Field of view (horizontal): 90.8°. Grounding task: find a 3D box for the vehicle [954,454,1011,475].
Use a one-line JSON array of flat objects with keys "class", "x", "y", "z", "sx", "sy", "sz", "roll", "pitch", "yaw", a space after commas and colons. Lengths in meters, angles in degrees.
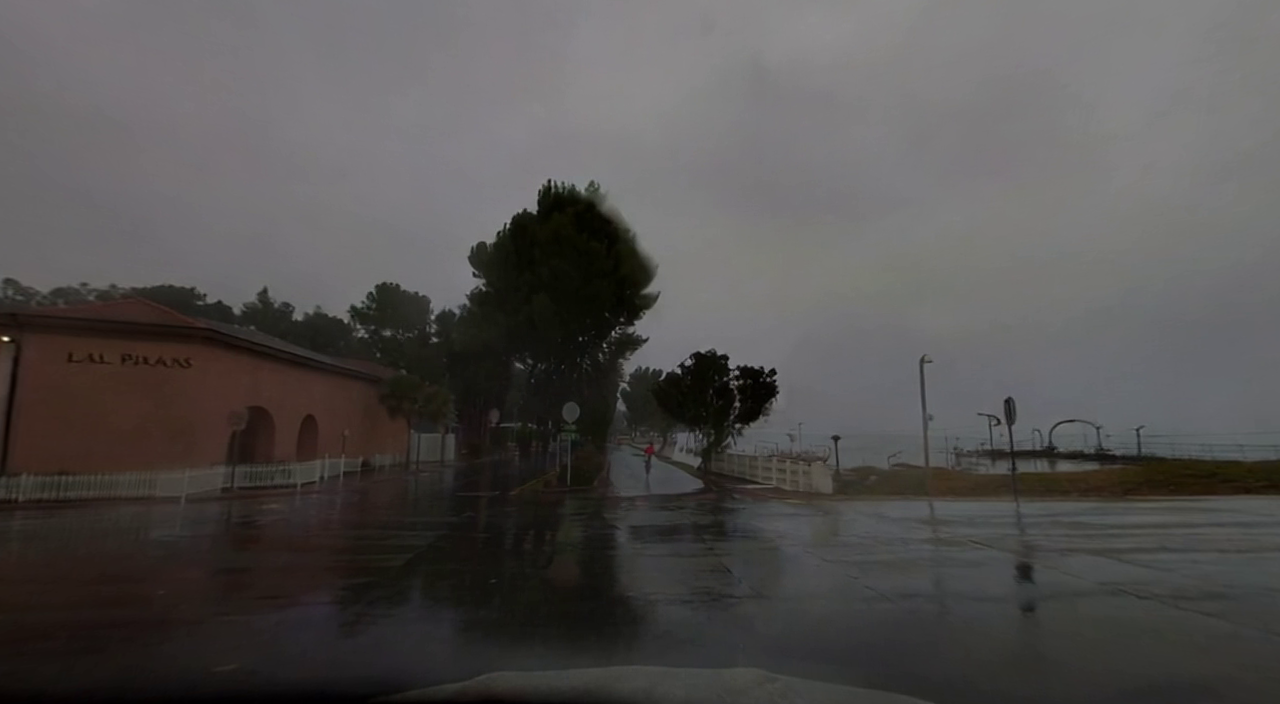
[{"class": "vehicle", "x": 26.316, "y": 8.626, "z": 48.505, "sx": 3.794, "sy": 1.403, "sz": 1.636, "roll": 2, "pitch": -8, "yaw": -19}]
